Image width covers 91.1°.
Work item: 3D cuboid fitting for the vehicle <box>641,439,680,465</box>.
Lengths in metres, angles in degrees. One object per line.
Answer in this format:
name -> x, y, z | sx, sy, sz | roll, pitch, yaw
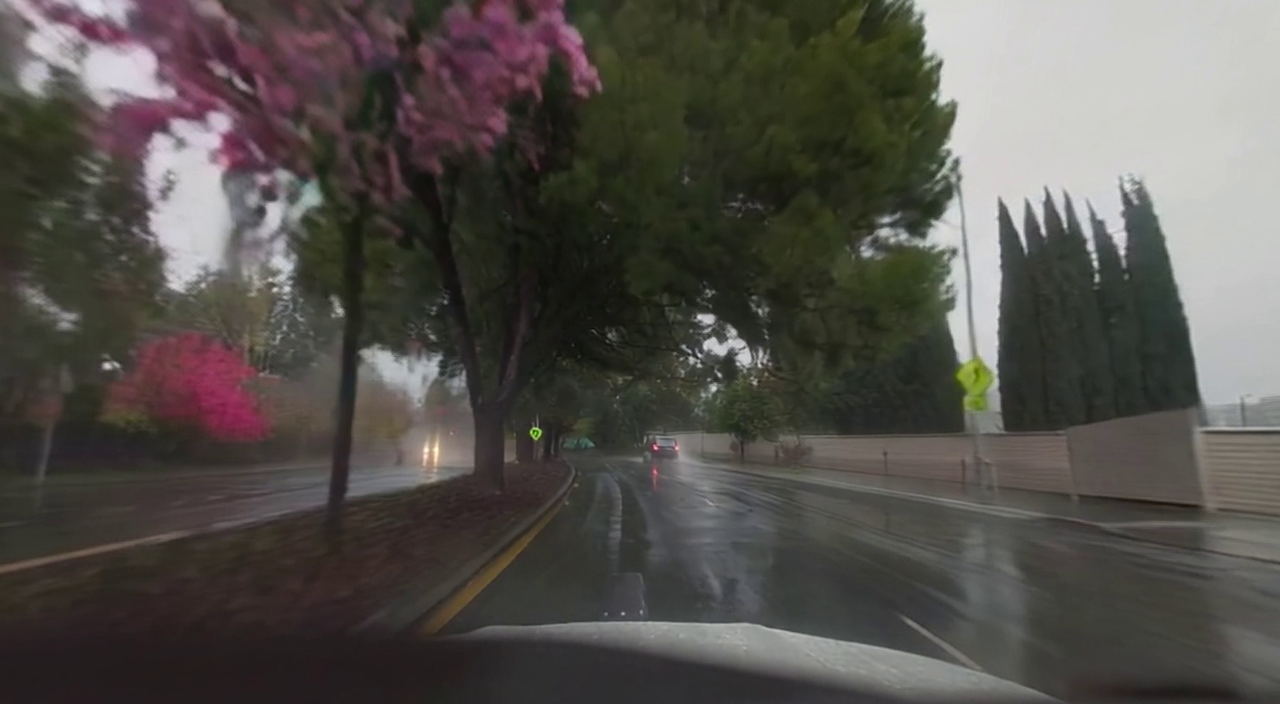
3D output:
vehicle -> 1.489, 7.522, 47.489 | 2.166, 1.828, 4.607 | 1, -9, -9
